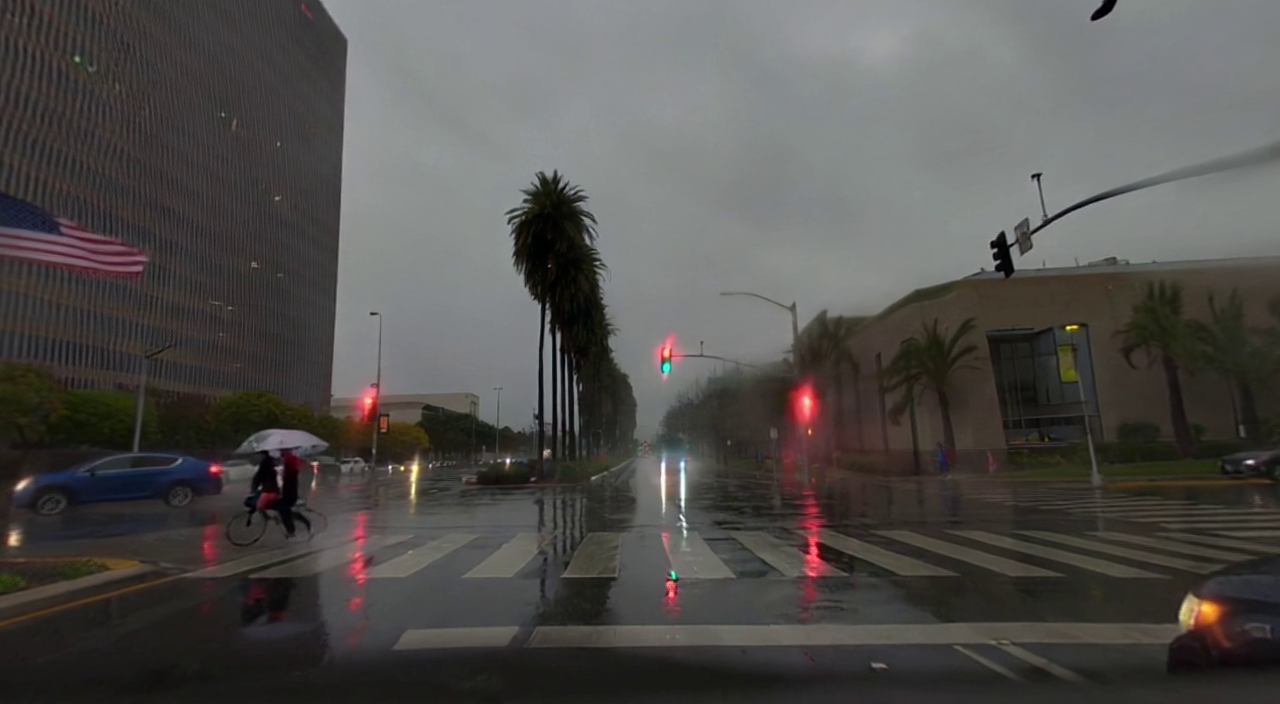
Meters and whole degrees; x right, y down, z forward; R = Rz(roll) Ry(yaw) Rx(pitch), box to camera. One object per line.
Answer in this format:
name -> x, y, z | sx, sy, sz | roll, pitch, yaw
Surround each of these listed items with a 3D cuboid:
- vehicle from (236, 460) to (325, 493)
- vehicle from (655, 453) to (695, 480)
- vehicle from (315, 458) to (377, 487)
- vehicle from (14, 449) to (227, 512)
vehicle -> -19.923, 6.896, 35.265 | 2.069, 1.540, 4.774 | 0, -8, 1
vehicle -> 2.127, 7.184, 39.734 | 2.000, 1.525, 4.273 | 0, -8, -4
vehicle -> -20.083, 8.237, 43.436 | 2.043, 1.745, 4.420 | 0, -8, 1
vehicle -> -15.053, 3.707, 18.712 | 4.499, 1.594, 1.898 | 5, -10, -29
